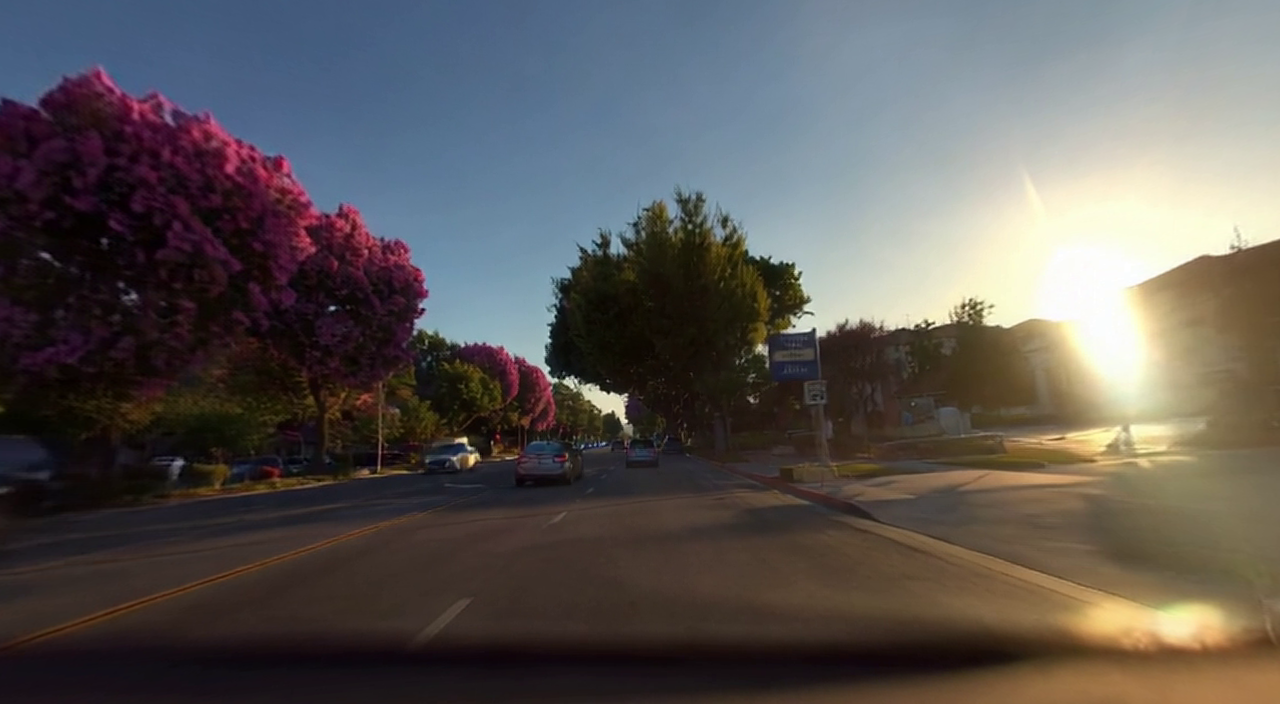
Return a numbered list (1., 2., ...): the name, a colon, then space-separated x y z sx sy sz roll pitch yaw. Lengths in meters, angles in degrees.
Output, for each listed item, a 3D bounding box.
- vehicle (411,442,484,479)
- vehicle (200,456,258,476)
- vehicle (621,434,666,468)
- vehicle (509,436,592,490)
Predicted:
1. vehicle: -9.922 5.632 33.055 2.147 1.741 5.166 0 -8 0
2. vehicle: -31.504 8.736 48.504 3.340 1.400 1.578 -1 -8 -1
3. vehicle: 0.113 5.535 35.500 2.376 1.801 4.317 0 -8 -1
4. vehicle: -2.912 3.710 21.520 2.167 1.634 4.220 0 -8 0
